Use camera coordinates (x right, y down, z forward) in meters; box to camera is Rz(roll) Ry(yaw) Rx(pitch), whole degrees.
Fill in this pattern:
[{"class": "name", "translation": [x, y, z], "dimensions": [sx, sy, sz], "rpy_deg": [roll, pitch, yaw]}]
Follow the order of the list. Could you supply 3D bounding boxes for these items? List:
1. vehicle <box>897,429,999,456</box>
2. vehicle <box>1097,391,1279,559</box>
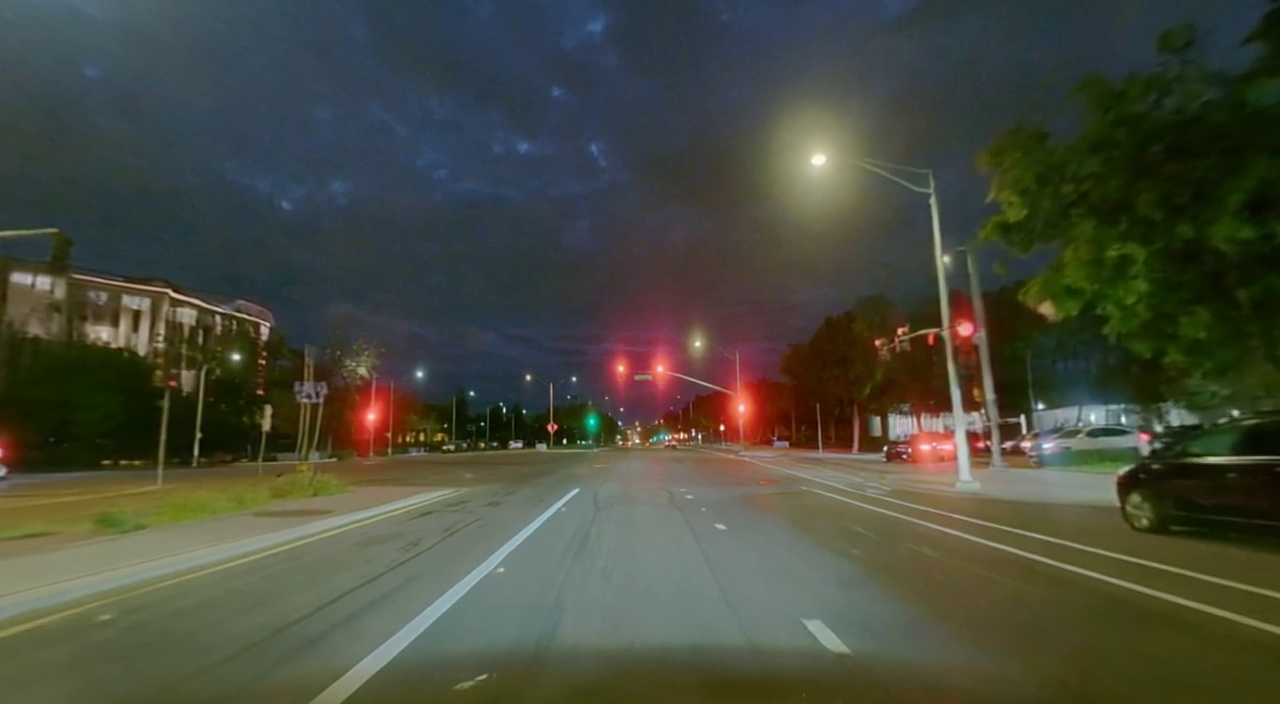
[{"class": "vehicle", "translation": [17.858, 5.287, 36.774], "dimensions": [4.916, 1.504, 1.846], "rpy_deg": [0, -8, -1]}, {"class": "vehicle", "translation": [8.088, 1.365, 7.101], "dimensions": [2.100, 1.828, 4.879], "rpy_deg": [0, -8, -2]}]
